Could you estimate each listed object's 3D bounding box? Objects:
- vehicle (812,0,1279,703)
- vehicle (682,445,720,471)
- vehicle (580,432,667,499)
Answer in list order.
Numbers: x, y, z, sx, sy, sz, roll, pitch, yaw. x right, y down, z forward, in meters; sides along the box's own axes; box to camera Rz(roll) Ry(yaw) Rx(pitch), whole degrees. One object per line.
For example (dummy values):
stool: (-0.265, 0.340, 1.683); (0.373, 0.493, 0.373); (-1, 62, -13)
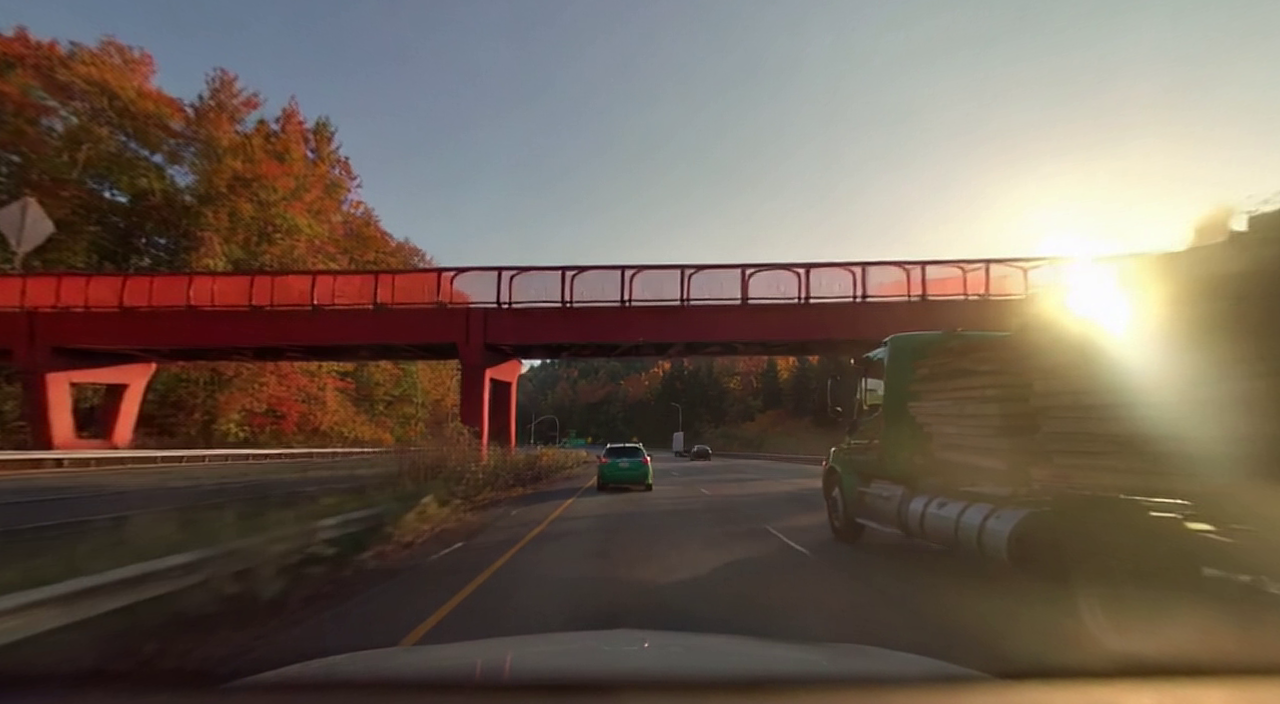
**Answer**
vehicle: (4.258, 0.037, 5.041); (2.992, 3.920, 8.831); (0, -9, -1)
vehicle: (3.754, 6.582, 39.082); (1.894, 1.487, 3.751); (0, -9, -2)
vehicle: (-0.467, 3.272, 18.378); (2.259, 1.699, 4.015); (0, -9, -1)
